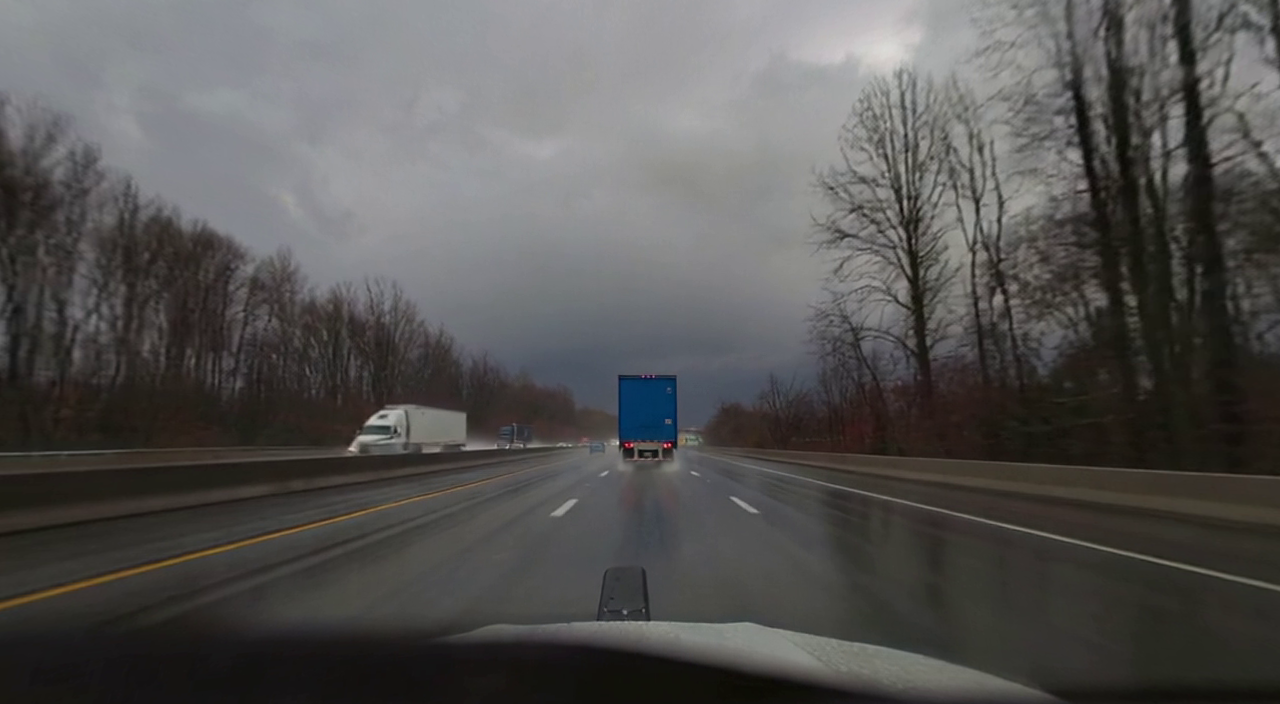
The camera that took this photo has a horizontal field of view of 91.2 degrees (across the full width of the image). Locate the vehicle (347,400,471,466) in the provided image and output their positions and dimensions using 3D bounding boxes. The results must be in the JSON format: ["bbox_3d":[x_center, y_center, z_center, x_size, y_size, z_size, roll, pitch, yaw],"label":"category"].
[{"bbox_3d":[-16.402,6.149,46.865,2.959,4.021,16.514,0,-8,0],"label":"vehicle"}]

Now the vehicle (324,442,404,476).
[{"bbox_3d":[-13.010,5.069,29.913,1.843,1.474,4.277,0,-8,0],"label":"vehicle"}]

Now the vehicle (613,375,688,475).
[{"bbox_3d":[0.449,3.731,30.802,3.010,4.039,10.481,0,-8,0],"label":"vehicle"}]
